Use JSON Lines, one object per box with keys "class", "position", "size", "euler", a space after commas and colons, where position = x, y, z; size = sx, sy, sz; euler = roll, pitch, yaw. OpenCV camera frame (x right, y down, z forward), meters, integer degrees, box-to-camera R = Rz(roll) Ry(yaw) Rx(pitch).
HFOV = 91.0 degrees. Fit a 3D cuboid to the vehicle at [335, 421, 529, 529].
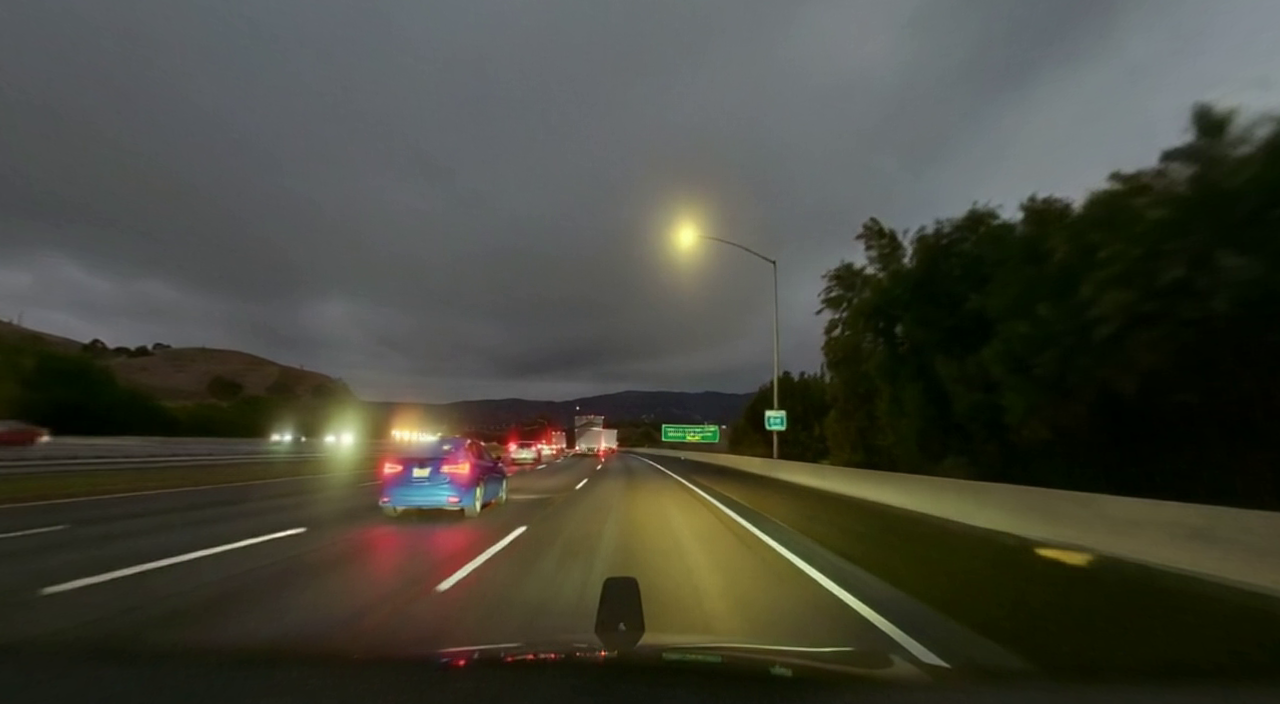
{"class": "vehicle", "position": [-3.735, 2.313, 12.417], "size": [2.180, 1.685, 4.668], "euler": [0, -9, 0]}
